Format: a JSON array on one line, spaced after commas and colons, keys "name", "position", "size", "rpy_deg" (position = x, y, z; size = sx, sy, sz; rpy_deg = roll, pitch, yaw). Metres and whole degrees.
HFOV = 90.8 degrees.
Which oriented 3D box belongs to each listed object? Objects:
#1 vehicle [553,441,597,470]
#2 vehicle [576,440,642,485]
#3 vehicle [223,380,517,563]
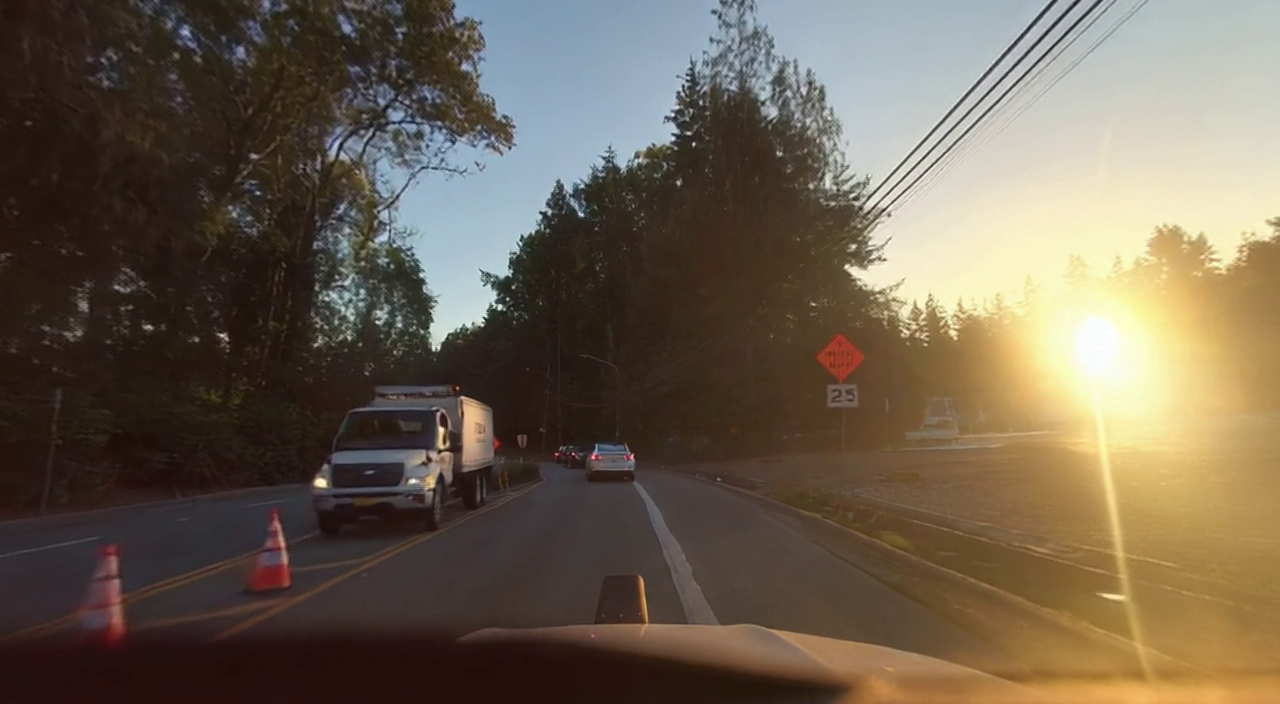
[{"name": "vehicle", "position": [-3.772, 5.865, 35.872], "size": [2.014, 1.510, 3.841], "rpy_deg": [2, -9, -13]}, {"name": "vehicle", "position": [-1.254, 4.031, 23.393], "size": [2.186, 1.463, 4.356], "rpy_deg": [1, -9, -6]}, {"name": "vehicle", "position": [-3.668, 1.814, 10.365], "size": [2.671, 2.053, 6.074], "rpy_deg": [1, -9, -6]}]
